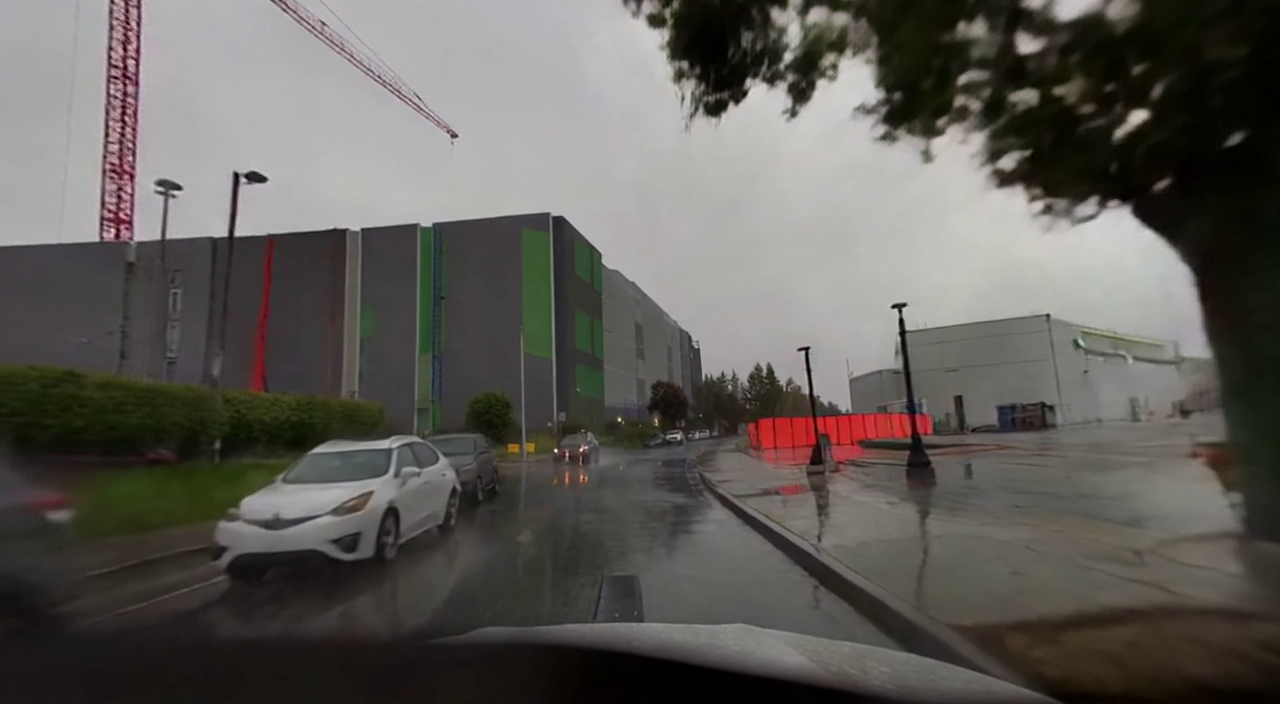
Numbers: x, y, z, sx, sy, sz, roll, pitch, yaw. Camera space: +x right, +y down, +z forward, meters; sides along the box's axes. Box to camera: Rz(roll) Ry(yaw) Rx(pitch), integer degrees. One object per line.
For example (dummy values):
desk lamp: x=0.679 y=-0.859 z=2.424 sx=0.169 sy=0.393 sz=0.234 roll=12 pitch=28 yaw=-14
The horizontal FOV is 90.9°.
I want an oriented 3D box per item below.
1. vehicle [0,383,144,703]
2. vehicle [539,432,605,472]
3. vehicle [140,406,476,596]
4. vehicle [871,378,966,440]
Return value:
vehicle: x=-3.739 y=0.778 z=1.338 sx=1.980 sy=1.635 sz=4.153 roll=0 pitch=-8 yaw=0
vehicle: x=-2.979 y=4.507 z=28.705 sx=1.967 sy=1.646 sz=4.192 roll=-1 pitch=-8 yaw=9
vehicle: x=-3.572 y=1.631 z=7.915 sx=2.026 sy=1.699 sz=4.224 roll=0 pitch=-8 yaw=-2
vehicle: x=19.305 y=4.217 z=44.493 sx=3.031 sy=3.863 sz=9.734 roll=-1 pitch=-8 yaw=5
